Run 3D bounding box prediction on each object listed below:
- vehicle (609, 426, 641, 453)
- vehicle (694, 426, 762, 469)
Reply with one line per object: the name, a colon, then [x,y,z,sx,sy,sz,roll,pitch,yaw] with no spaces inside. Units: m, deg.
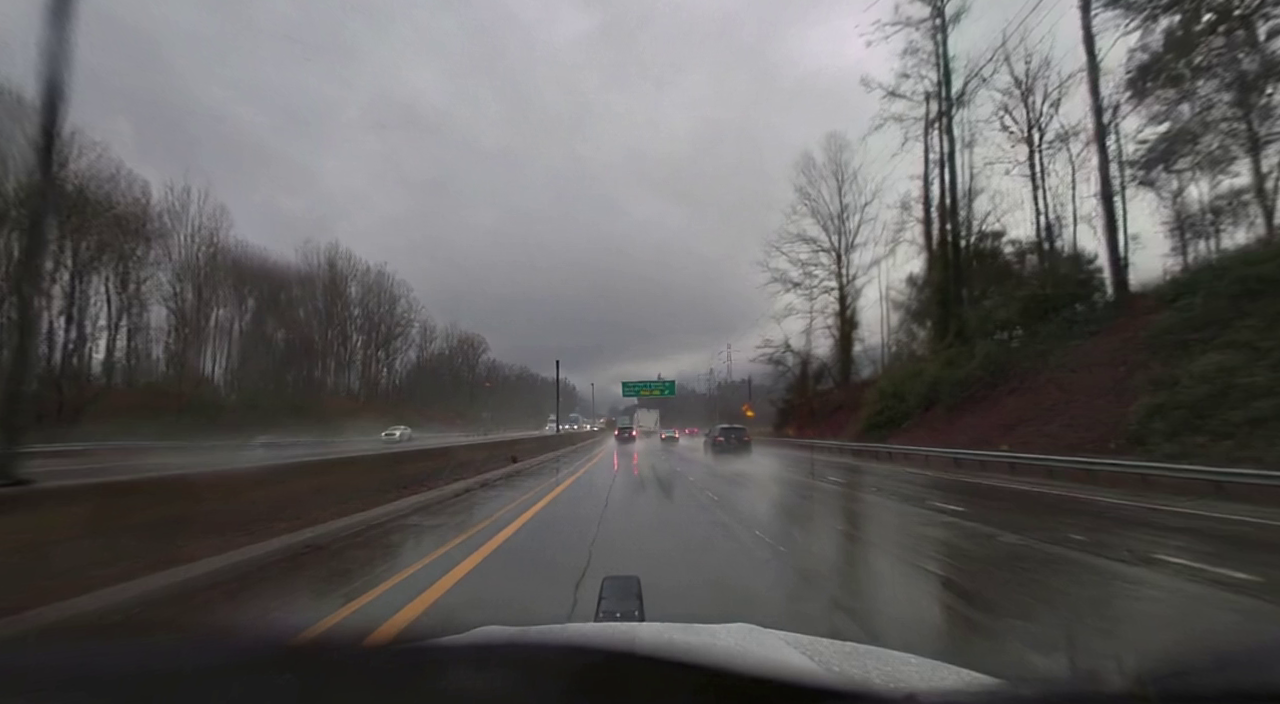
vehicle: [-0.985,5.768,41.518,2.019,1.642,3.790,0,-8,-1]
vehicle: [3.414,3.773,25.107,2.062,1.581,3.914,0,-8,-1]
